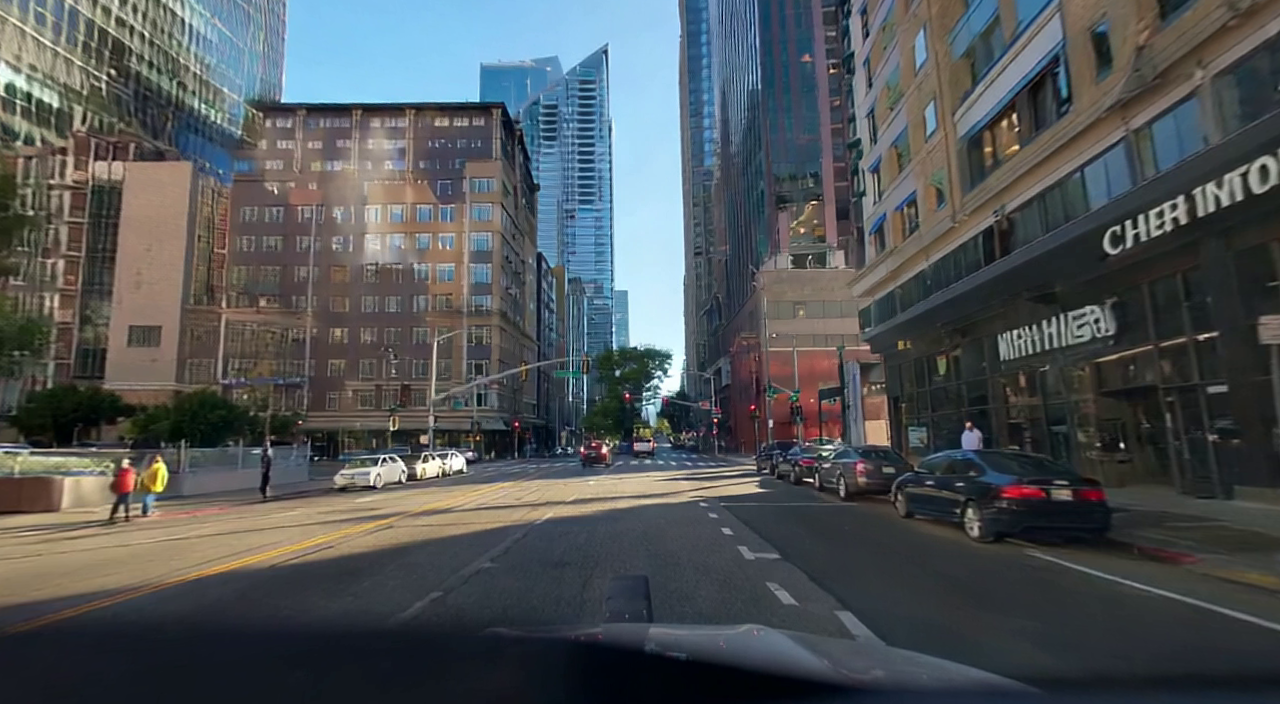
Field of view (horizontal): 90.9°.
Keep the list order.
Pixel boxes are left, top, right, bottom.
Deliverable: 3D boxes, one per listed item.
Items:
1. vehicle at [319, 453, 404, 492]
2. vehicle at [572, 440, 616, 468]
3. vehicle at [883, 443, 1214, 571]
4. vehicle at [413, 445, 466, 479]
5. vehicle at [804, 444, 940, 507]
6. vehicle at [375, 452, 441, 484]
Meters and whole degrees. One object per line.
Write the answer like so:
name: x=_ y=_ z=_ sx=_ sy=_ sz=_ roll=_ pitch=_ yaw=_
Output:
vehicle: x=-12.023 y=5.203 z=27.519 sx=1.845 sy=1.493 sz=4.107 roll=0 pitch=-8 yaw=-1
vehicle: x=-2.536 y=5.758 z=35.779 sx=2.014 sy=1.480 sz=4.780 roll=0 pitch=-8 yaw=2
vehicle: x=5.845 y=2.213 z=10.011 sx=1.994 sy=1.511 sz=4.788 roll=0 pitch=-8 yaw=-1
vehicle: x=-11.992 y=6.571 z=37.940 sx=1.890 sy=1.781 sz=4.331 roll=-4 pitch=-8 yaw=-2
vehicle: x=5.998 y=3.217 z=17.005 sx=1.967 sy=1.460 sz=4.558 roll=0 pitch=-8 yaw=1
vehicle: x=-11.964 y=5.975 z=32.773 sx=1.808 sy=1.475 sz=4.550 roll=0 pitch=-8 yaw=-2
